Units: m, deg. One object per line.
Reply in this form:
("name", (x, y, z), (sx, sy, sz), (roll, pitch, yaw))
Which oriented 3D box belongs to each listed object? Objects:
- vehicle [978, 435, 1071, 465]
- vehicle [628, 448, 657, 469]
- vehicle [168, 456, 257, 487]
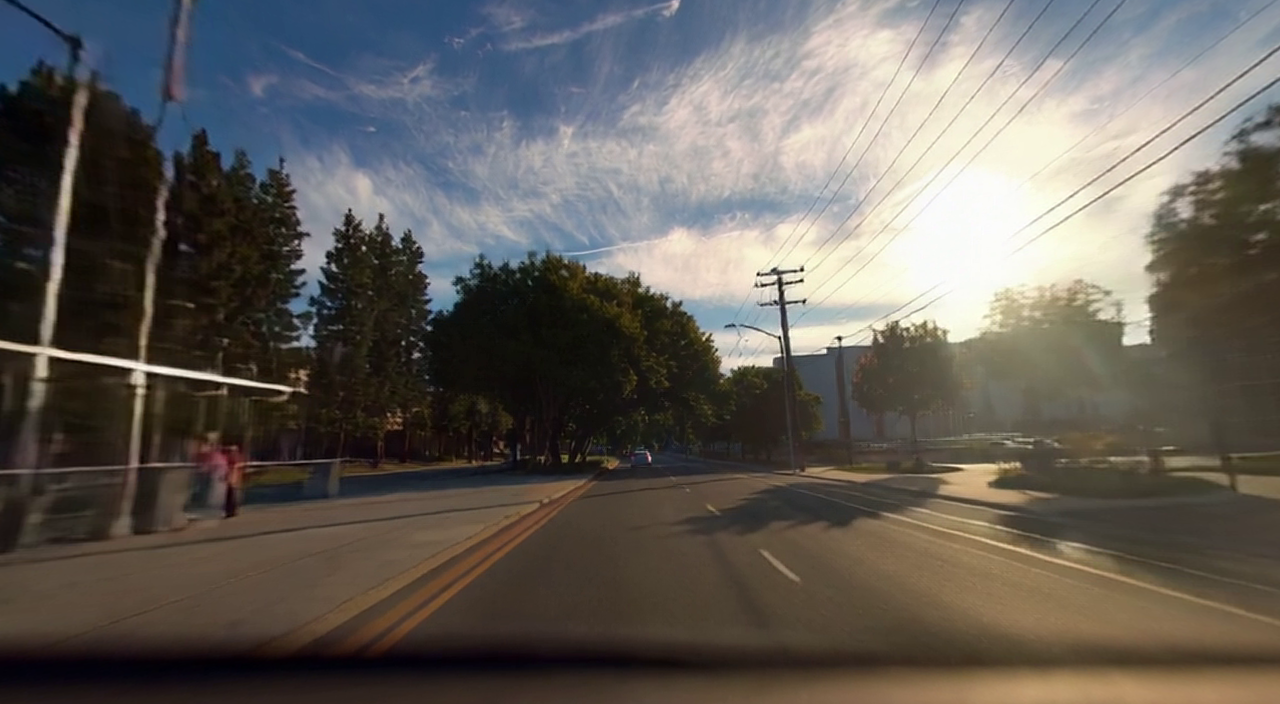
("vehicle", (26.024, 6.767, 43.083), (2.189, 1.805, 5.633), (0, -10, -8))
("vehicle", (0.159, 7.916, 47.137), (2.109, 1.501, 4.042), (0, -8, 0))
("vehicle", (-25.658, 7.145, 38.169), (2.016, 1.661, 4.674), (0, -8, 1))
